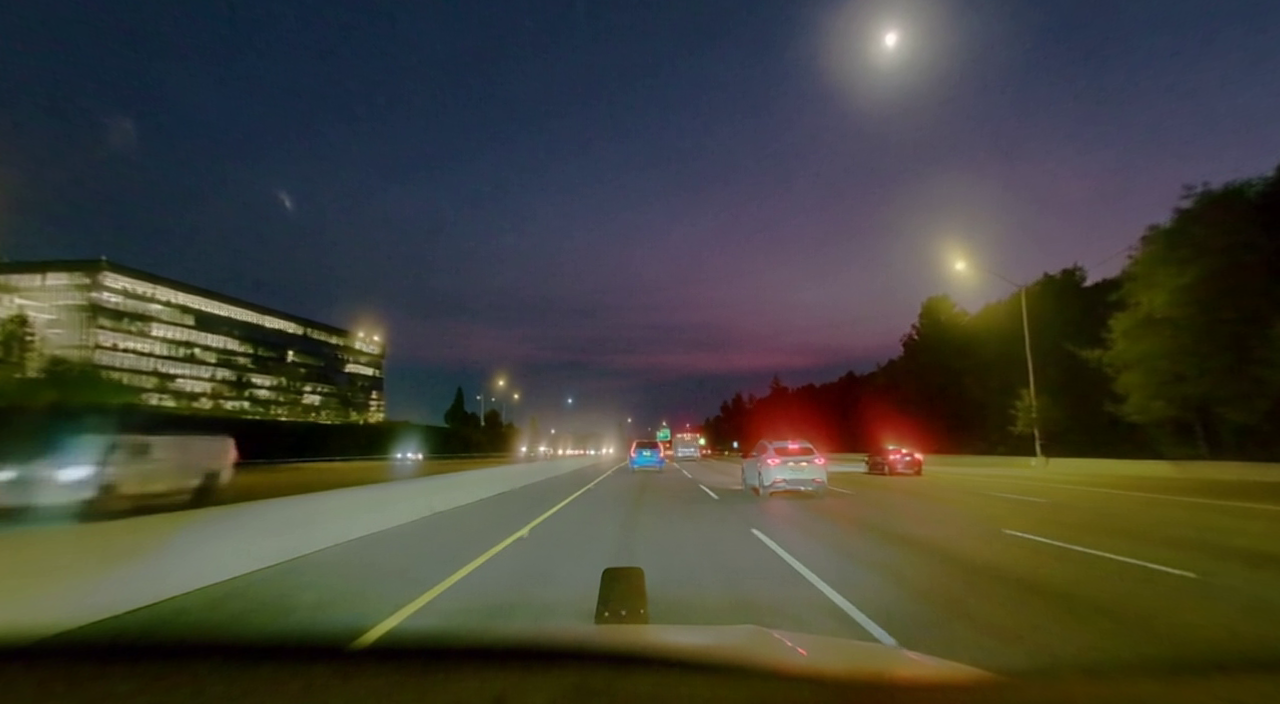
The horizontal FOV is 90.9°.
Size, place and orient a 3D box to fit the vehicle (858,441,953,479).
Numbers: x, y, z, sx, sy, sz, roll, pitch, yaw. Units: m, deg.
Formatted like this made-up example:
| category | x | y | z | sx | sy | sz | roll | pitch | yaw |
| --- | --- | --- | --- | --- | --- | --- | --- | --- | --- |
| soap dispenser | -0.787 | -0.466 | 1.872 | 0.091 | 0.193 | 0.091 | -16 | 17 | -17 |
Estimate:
| category | x | y | z | sx | sy | sz | roll | pitch | yaw |
| --- | --- | --- | --- | --- | --- | --- | --- | --- | --- |
| vehicle | 10.969 | 4.481 | 26.483 | 2.027 | 1.446 | 4.470 | 0 | -8 | 0 |

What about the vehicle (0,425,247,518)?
| category | x | y | z | sx | sy | sz | roll | pitch | yaw |
| --- | --- | --- | --- | --- | --- | --- | --- | --- | --- |
| vehicle | -14.445 | 3.232 | 17.801 | 2.631 | 2.140 | 6.216 | 0 | -8 | 0 |

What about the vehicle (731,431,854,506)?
| category | x | y | z | sx | sy | sz | roll | pitch | yaw |
| --- | --- | --- | --- | --- | --- | --- | --- | --- | --- |
| vehicle | 3.576 | 2.806 | 15.657 | 2.042 | 1.592 | 4.047 | 0 | -8 | 0 |

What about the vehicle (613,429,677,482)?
| category | x | y | z | sx | sy | sz | roll | pitch | yaw |
| --- | --- | --- | --- | --- | --- | --- | --- | --- | --- |
| vehicle | 0.201 | 4.064 | 25.026 | 2.290 | 1.862 | 4.454 | 0 | -8 | 0 |
